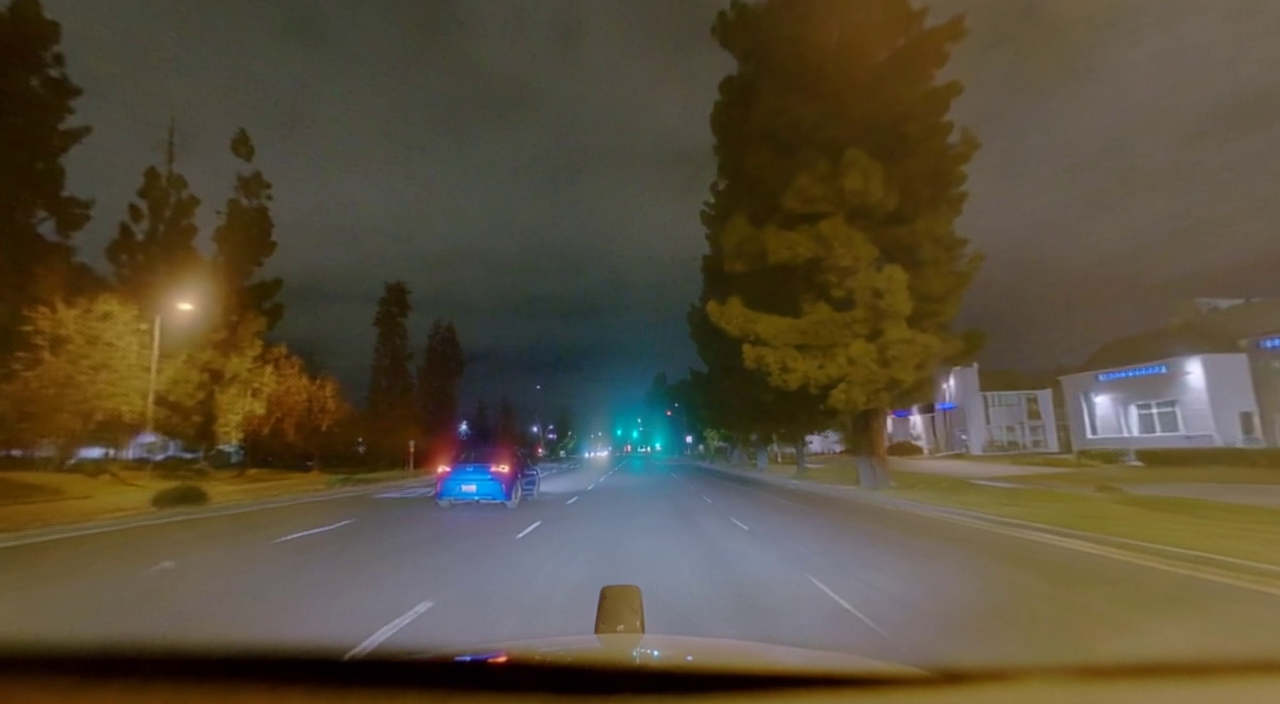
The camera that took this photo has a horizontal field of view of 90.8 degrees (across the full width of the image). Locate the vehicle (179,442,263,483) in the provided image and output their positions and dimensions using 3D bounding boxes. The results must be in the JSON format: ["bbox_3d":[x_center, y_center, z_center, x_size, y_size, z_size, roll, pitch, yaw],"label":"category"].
[{"bbox_3d":[-26.175,6.911,39.587,3.358,2.439,2.686,1,-9,-7],"label":"vehicle"}]

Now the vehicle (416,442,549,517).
[{"bbox_3d":[-3.448,2.880,14.747,2.005,1.477,4.169,0,-9,0],"label":"vehicle"}]
